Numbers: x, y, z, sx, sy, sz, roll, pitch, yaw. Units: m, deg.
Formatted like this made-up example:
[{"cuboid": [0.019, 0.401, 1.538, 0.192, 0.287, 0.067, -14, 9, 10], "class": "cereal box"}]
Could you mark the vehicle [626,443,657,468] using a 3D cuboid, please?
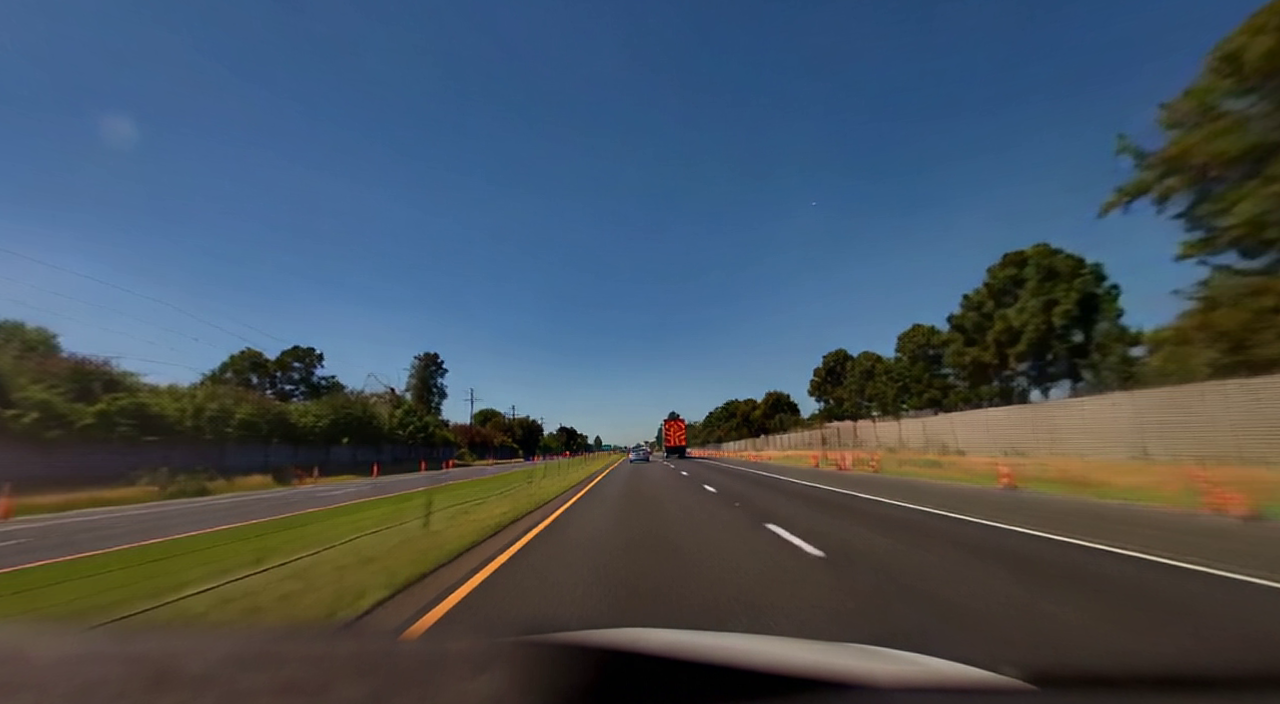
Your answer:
[{"cuboid": [0.077, 6.998, 42.755, 2.065, 1.573, 3.734, 0, -9, 0], "class": "vehicle"}]
